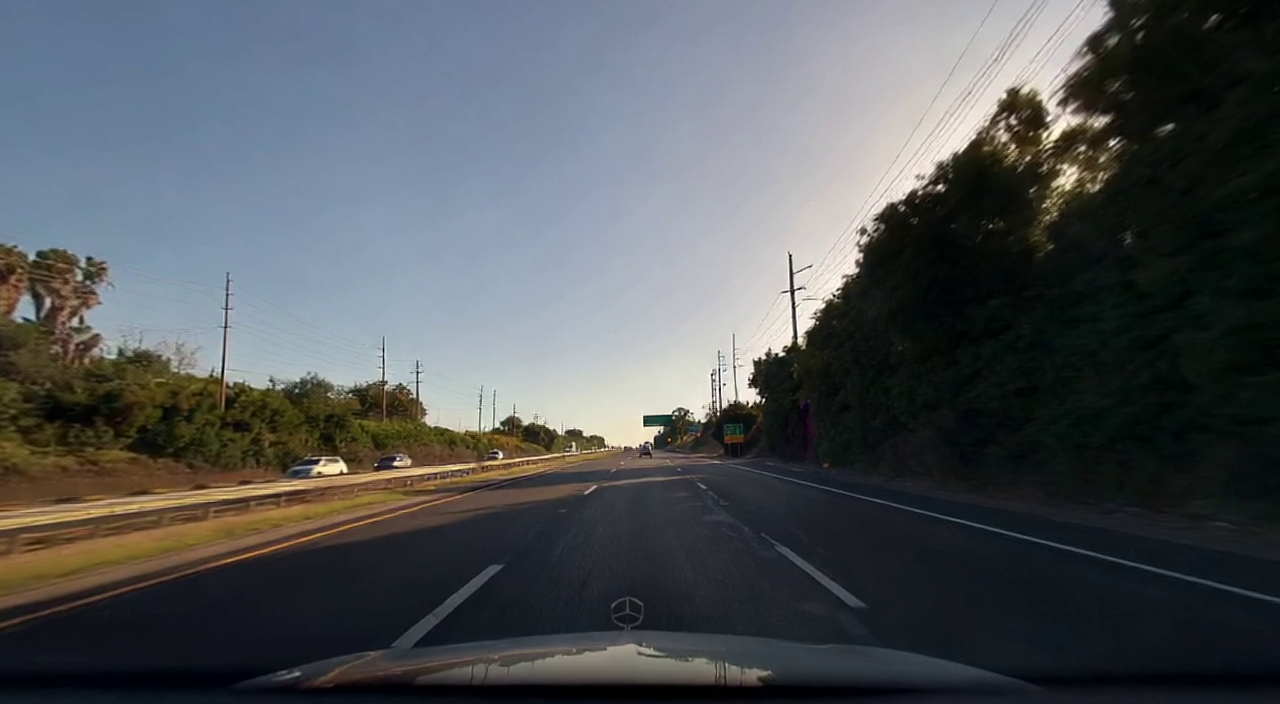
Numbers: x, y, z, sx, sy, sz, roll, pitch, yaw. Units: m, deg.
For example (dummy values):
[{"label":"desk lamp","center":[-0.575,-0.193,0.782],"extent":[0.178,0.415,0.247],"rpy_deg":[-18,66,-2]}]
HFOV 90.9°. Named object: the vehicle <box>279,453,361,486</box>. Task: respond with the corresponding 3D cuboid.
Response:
[{"label":"vehicle","center":[-16.851,6.182,33.499],"extent":[1.904,1.491,4.685],"rpy_deg":[-1,-8,0]}]
